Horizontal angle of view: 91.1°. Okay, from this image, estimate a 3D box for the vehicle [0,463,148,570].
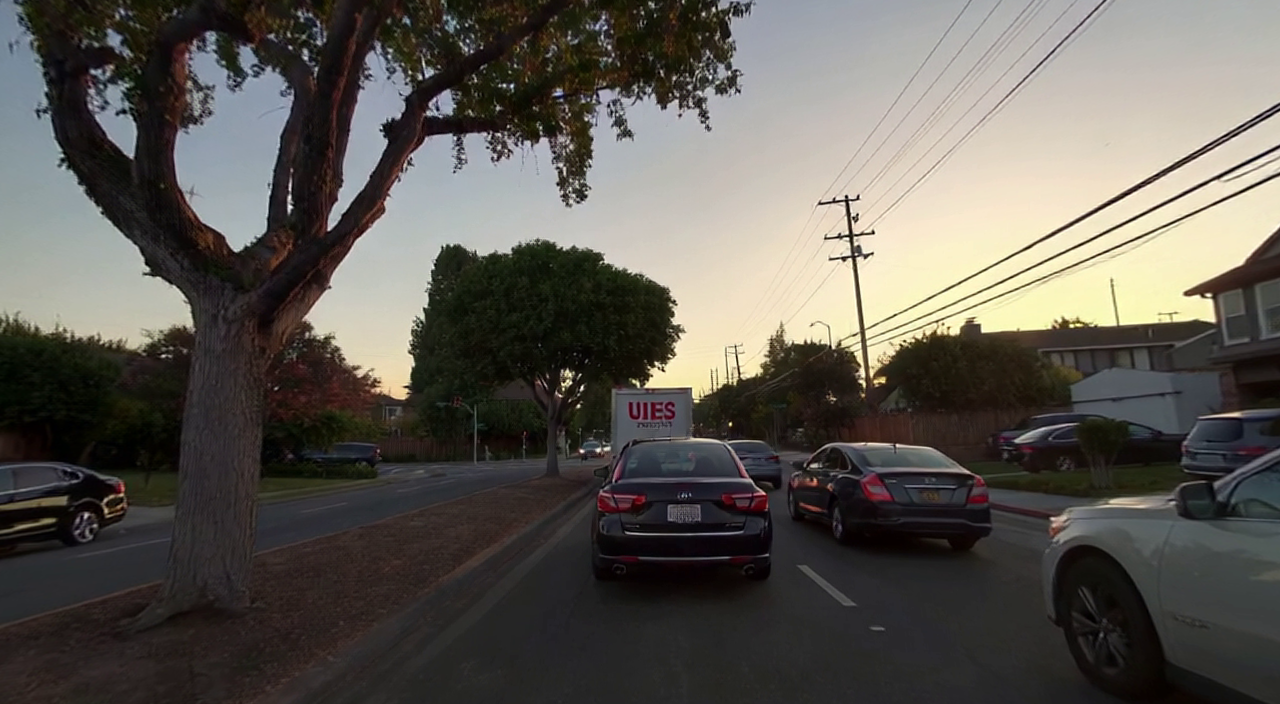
[{"bbox_3d":[-10.342,2.494,9.491,1.925,1.482,4.753,0,-8,0],"label":"vehicle"}]

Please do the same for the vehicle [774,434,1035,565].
[{"bbox_3d":[3.525,2.035,9.504,1.993,1.479,4.487,0,-8,0],"label":"vehicle"}]

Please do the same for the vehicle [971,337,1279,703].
[{"bbox_3d":[3.320,0.770,1.930,2.069,1.722,4.888,0,-9,2],"label":"vehicle"}]

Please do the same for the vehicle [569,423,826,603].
[{"bbox_3d":[0.484,1.687,7.543,2.158,1.499,4.377,0,-8,0],"label":"vehicle"}]

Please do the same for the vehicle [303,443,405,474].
[{"bbox_3d":[-17.402,6.492,38.303,5.274,1.793,1.921,0,-9,3],"label":"vehicle"}]
